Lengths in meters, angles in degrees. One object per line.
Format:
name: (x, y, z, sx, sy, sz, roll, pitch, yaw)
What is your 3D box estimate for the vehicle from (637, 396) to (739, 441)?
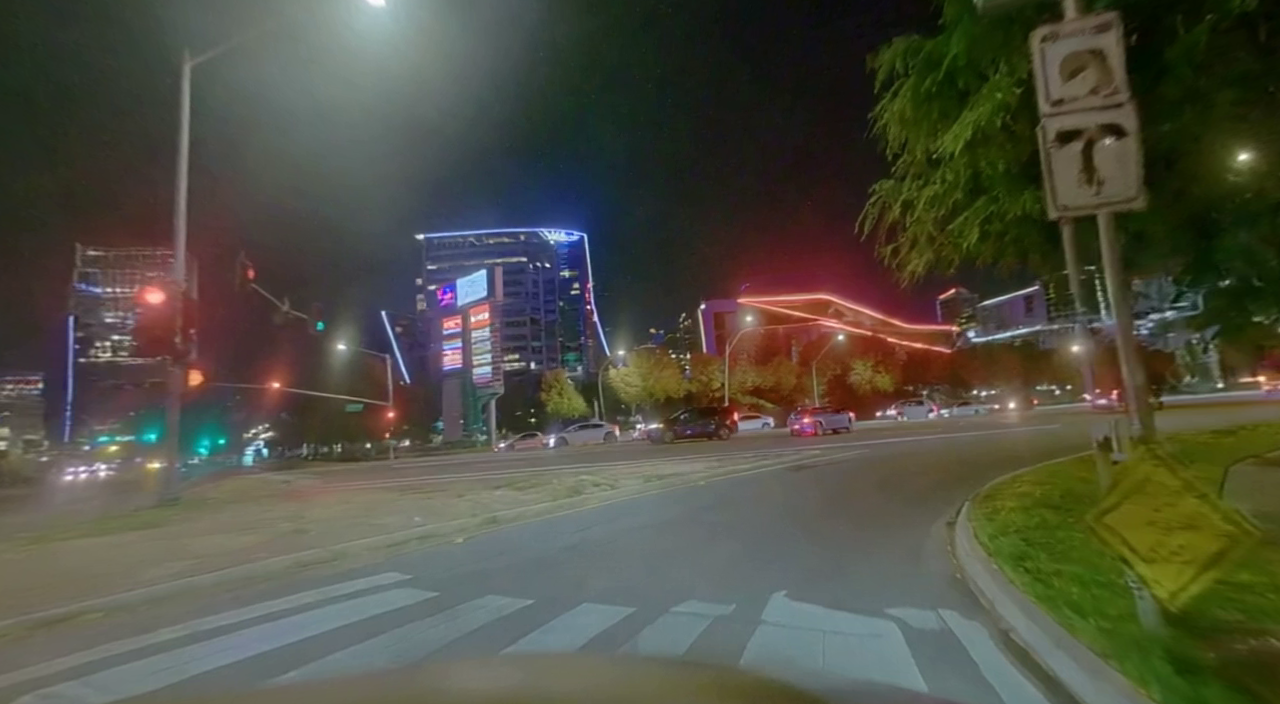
vehicle: (2.865, 4.060, 38.050, 5.636, 2.053, 2.225, 5, -15, -17)

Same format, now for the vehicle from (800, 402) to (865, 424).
vehicle: (14.922, 4.727, 48.901, 4.513, 1.582, 1.842, 2, -9, -18)

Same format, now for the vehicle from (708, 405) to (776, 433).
vehicle: (7.451, 4.950, 46.370, 4.467, 1.625, 2.033, 5, -15, -17)

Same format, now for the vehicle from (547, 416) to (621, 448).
vehicle: (-3.768, 5.338, 42.372, 4.510, 1.764, 1.947, -2, -6, -19)

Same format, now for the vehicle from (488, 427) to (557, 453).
vehicle: (-8.323, 6.178, 44.555, 4.493, 1.455, 1.946, -1, -6, -20)
